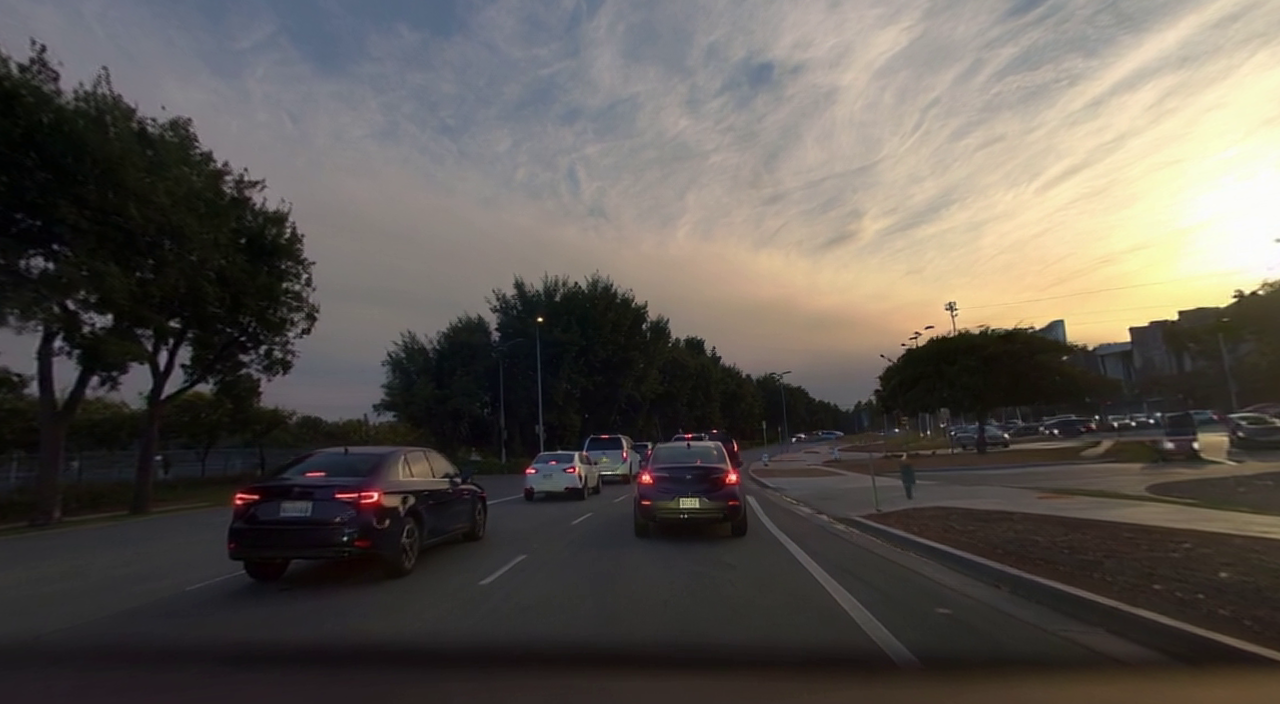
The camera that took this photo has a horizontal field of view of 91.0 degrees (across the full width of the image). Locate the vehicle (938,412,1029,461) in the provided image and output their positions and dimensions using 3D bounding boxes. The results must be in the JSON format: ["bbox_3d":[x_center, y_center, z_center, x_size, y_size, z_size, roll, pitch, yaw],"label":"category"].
[{"bbox_3d":[14.846,3.761,27.559,2.288,1.933,4.612,-2,-9,14],"label":"vehicle"}]

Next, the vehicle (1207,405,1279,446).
[{"bbox_3d":[25.004,3.003,25.277,1.641,1.497,3.568,-2,-9,13],"label":"vehicle"}]

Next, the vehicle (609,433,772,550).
[{"bbox_3d":[0.777,2.172,10.481,2.142,1.528,4.133,-1,-9,3],"label":"vehicle"}]

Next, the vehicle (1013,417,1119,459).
[{"bbox_3d":[18.169,3.737,27.104,1.803,1.518,3.893,-6,-9,2],"label":"vehicle"}]

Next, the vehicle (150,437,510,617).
[{"bbox_3d":[-3.131,1.828,7.592,1.940,1.502,4.241,-1,-9,4],"label":"vehicle"}]

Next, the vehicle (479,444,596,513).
[{"bbox_3d":[-2.435,3.139,16.160,1.870,1.490,4.187,-1,-9,6],"label":"vehicle"}]

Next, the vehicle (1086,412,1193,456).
[{"bbox_3d":[20.826,3.461,26.481,1.902,1.529,3.937,-7,-9,14],"label":"vehicle"}]
